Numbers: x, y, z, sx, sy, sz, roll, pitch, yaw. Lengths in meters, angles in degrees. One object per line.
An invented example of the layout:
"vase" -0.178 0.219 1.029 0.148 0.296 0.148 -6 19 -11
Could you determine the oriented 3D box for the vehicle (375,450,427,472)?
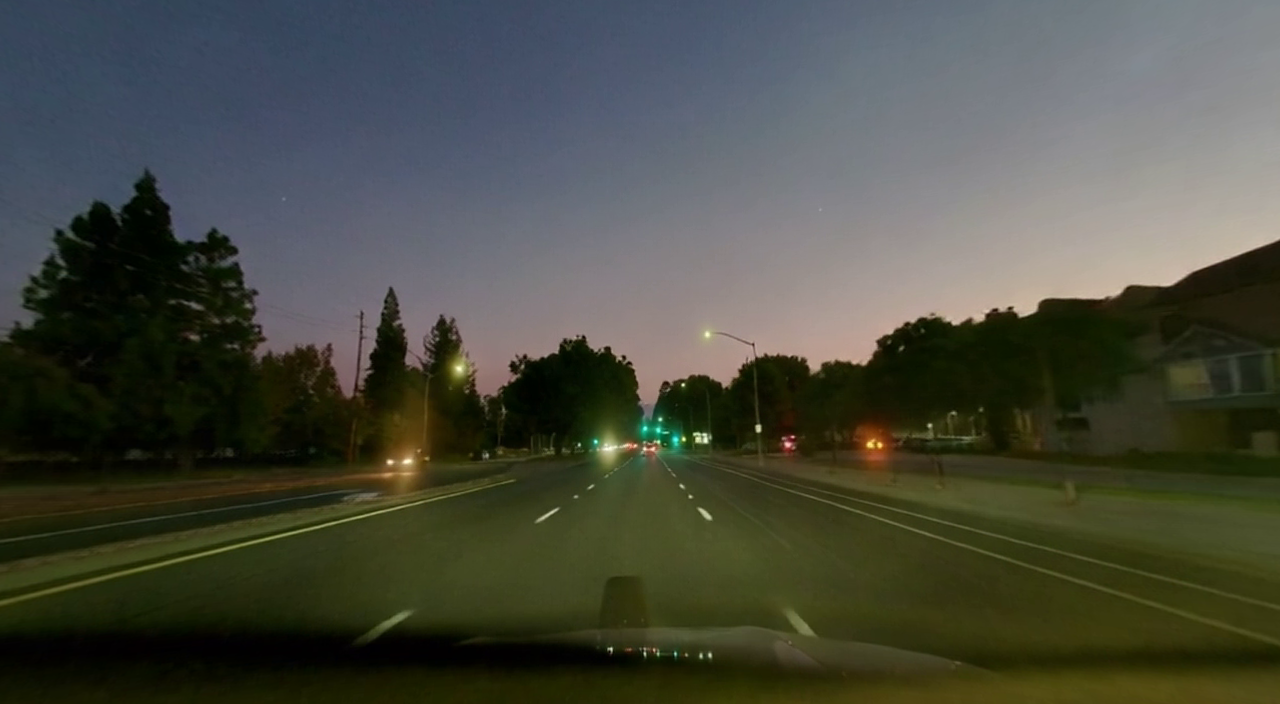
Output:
"vehicle" -17.808 8.111 47.149 1.874 1.467 4.649 -2 -9 3
